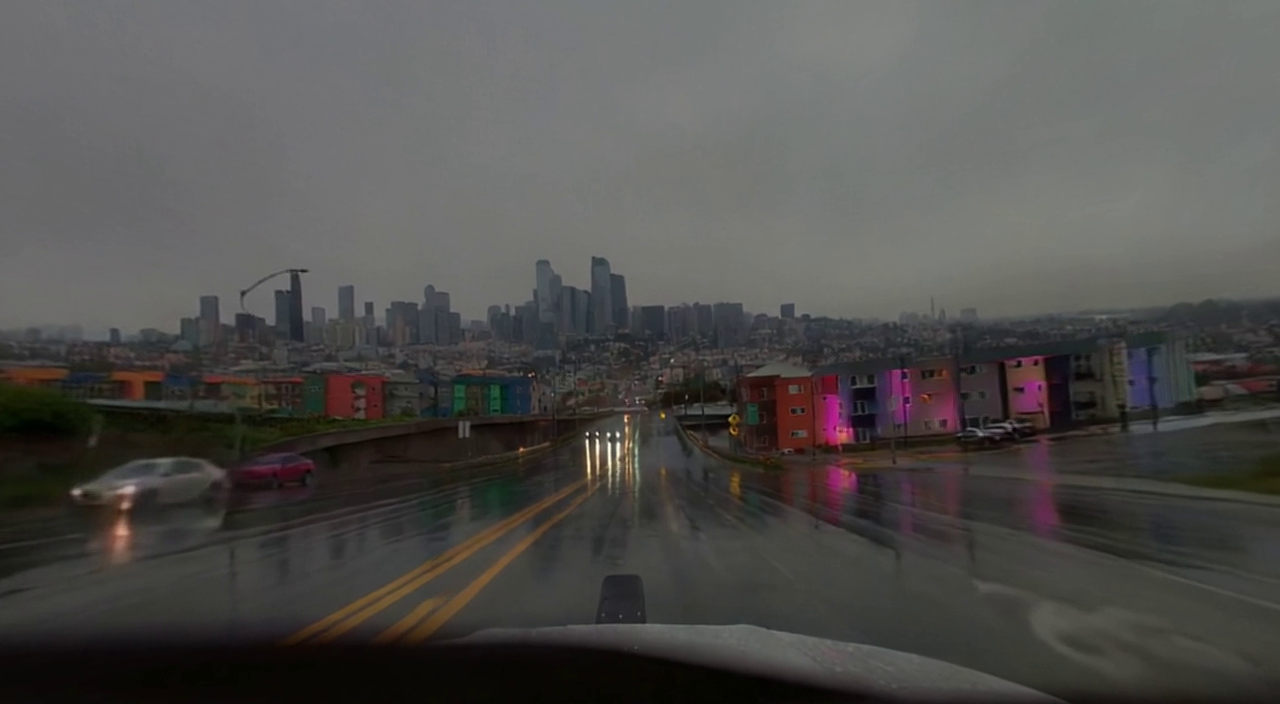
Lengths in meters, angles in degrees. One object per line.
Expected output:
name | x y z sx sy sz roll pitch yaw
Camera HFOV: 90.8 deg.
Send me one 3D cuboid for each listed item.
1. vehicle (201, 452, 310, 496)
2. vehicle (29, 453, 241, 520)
vehicle | -17.298 5.468 28.709 1.992 1.527 4.540 -1 -6 2
vehicle | -13.098 3.465 16.873 1.989 1.461 4.426 0 -8 0
